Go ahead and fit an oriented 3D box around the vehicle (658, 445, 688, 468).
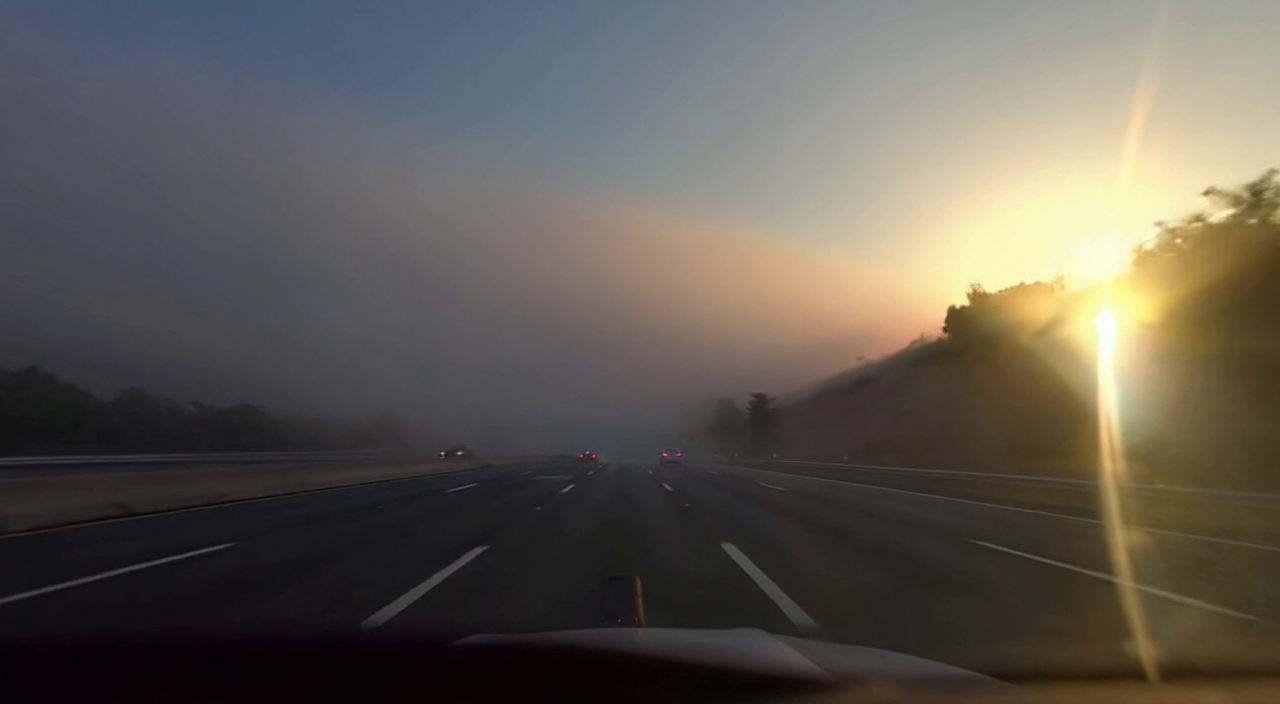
[{"bbox_3d":[2.283,7.422,44.513,1.895,1.555,4.030,0,-9,0],"label":"vehicle"}]
